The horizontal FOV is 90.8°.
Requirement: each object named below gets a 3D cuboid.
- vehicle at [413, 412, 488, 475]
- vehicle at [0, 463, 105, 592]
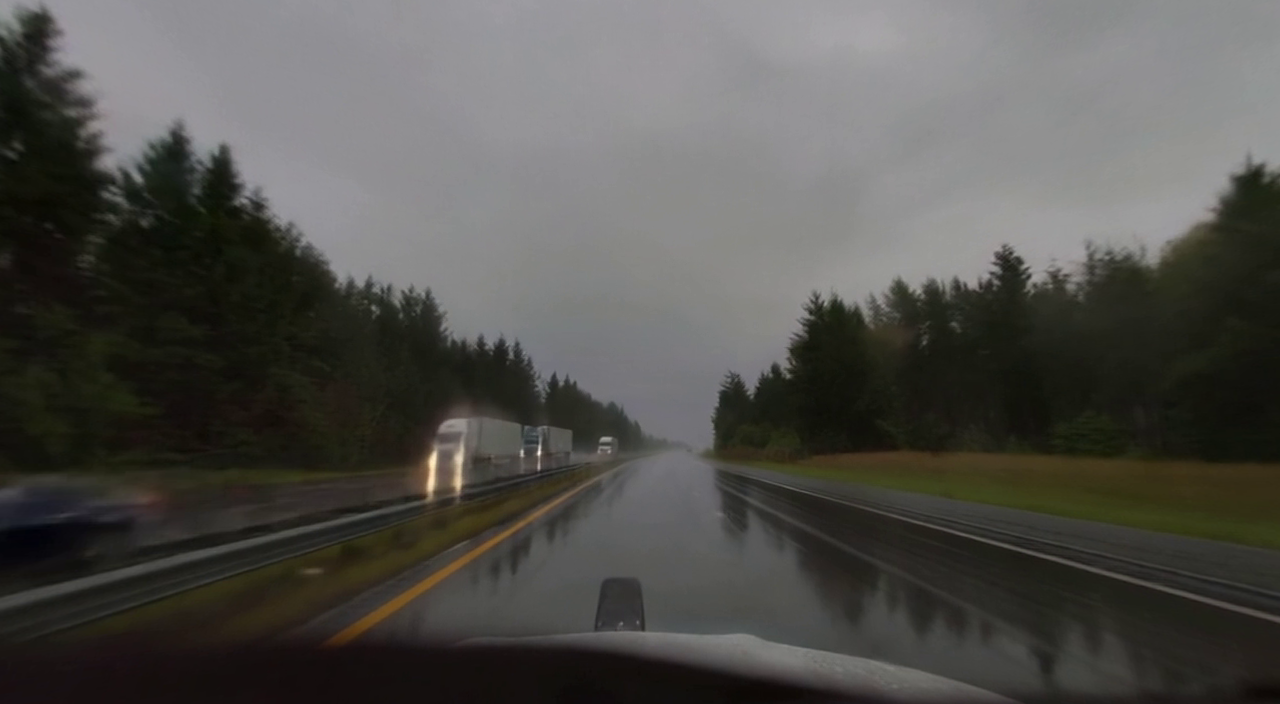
[{"bbox_3d":[-12.419,6.135,42.019,3.000,3.861,5.713,0,-9,2],"label":"vehicle"},{"bbox_3d":[-8.472,1.938,6.505,1.933,1.464,4.506,0,-9,0],"label":"vehicle"}]
